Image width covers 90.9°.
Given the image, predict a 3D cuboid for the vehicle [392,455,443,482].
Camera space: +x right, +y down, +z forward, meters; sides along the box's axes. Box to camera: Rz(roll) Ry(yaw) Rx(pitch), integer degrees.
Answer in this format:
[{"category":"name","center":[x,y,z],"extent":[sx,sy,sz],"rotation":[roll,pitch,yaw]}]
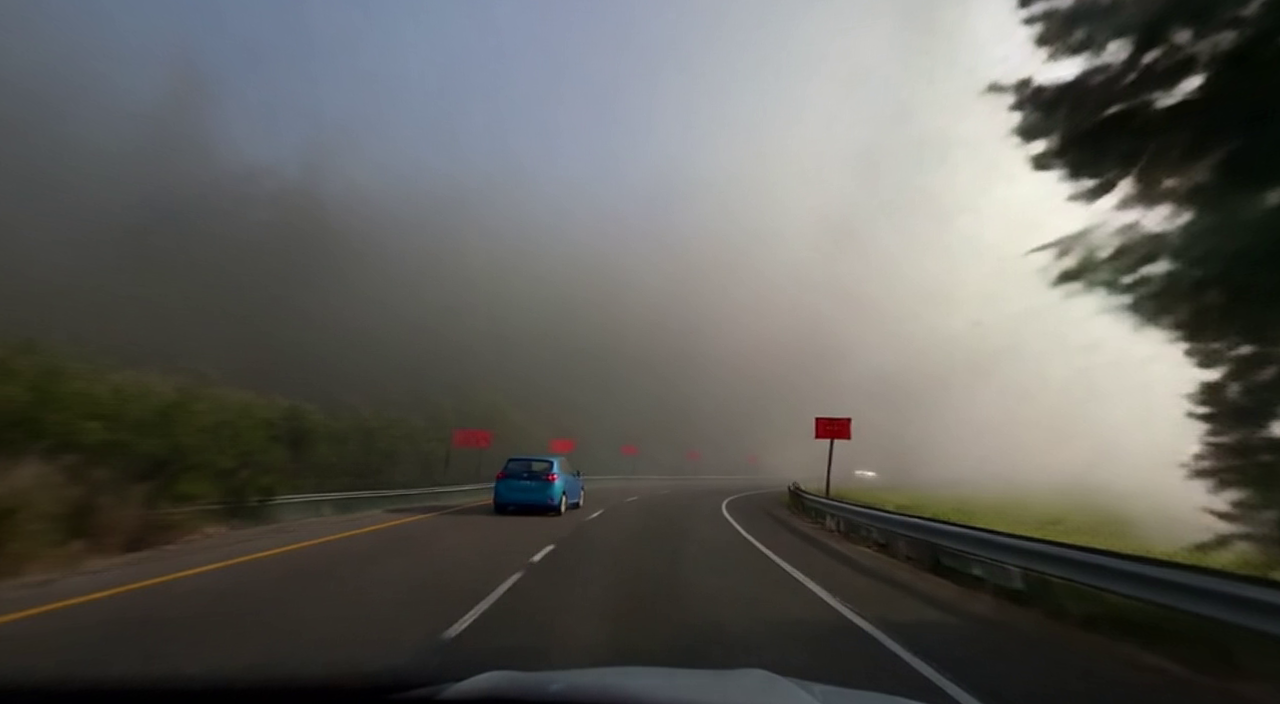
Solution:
[{"category":"vehicle","center":[-13.086,6.899,37.333],"extent":[1.758,1.470,3.823],"rotation":[1,-10,-3]}]

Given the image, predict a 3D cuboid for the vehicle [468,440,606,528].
[{"category":"vehicle","center":[-2.139,2.969,14.564],"extent":[1.997,1.692,4.422],"rotation":[-1,-10,6]}]
